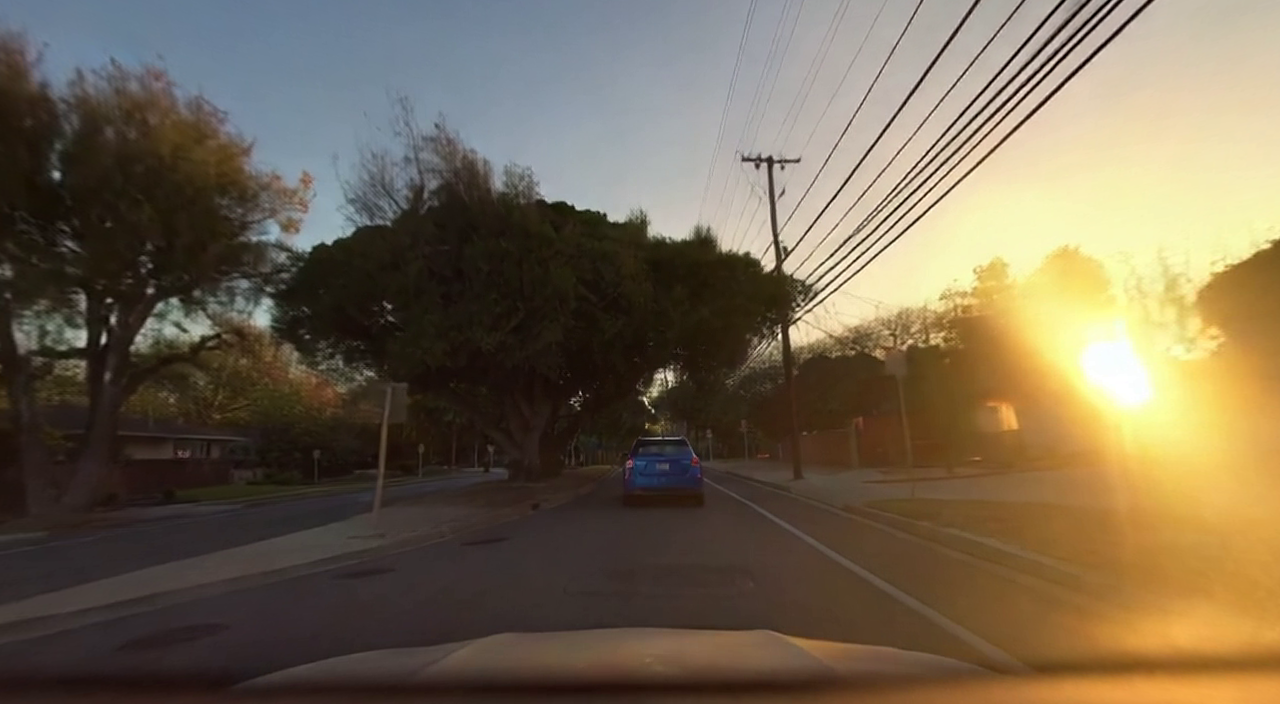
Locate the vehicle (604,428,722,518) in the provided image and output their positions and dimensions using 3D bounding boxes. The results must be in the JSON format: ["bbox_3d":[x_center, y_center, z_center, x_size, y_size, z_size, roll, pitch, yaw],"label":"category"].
[{"bbox_3d":[0.424,2.570,13.921,2.200,1.653,4.127,0,-8,0],"label":"vehicle"}]
